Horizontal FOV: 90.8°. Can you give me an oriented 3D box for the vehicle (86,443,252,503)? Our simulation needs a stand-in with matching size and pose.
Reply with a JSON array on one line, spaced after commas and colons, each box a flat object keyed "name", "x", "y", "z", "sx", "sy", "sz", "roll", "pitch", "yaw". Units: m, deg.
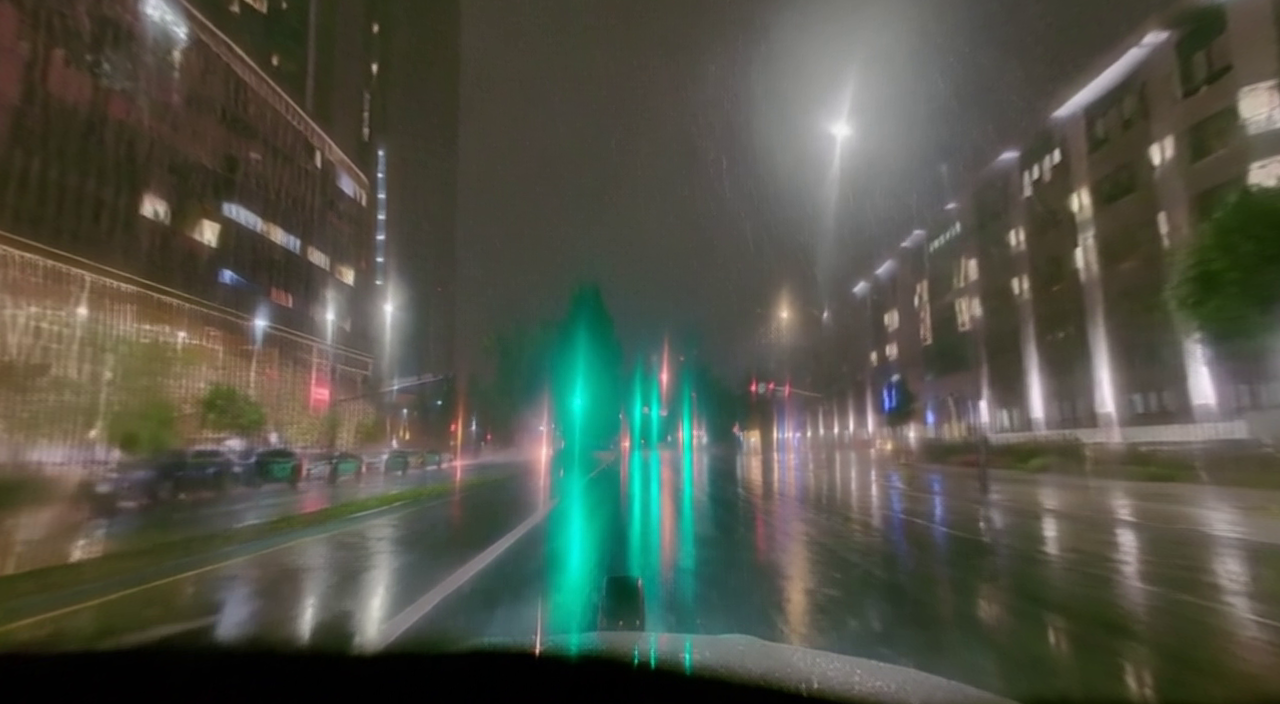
[{"name": "vehicle", "x": -15.515, "y": 3.963, "z": 21.268, "sx": 1.950, "sy": 1.749, "sz": 5.006, "roll": 1, "pitch": -8, "yaw": -4}]

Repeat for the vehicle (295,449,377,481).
[{"name": "vehicle", "x": -15.445, "y": 5.730, "z": 32.401, "sx": 1.776, "sy": 1.468, "sz": 5.089, "roll": 0, "pitch": -8, "yaw": -1}]

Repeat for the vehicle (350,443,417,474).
[{"name": "vehicle", "x": -15.623, "y": 6.501, "z": 38.785, "sx": 1.978, "sy": 1.760, "sz": 5.097, "roll": 0, "pitch": -8, "yaw": 0}]

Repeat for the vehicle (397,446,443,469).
[{"name": "vehicle", "x": -15.831, "y": 7.609, "z": 45.701, "sx": 1.831, "sy": 1.599, "sz": 4.080, "roll": 0, "pitch": -8, "yaw": 0}]

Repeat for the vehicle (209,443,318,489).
[{"name": "vehicle", "x": -15.870, "y": 4.787, "z": 26.954, "sx": 1.880, "sy": 1.791, "sz": 4.666, "roll": 0, "pitch": -8, "yaw": -2}]
